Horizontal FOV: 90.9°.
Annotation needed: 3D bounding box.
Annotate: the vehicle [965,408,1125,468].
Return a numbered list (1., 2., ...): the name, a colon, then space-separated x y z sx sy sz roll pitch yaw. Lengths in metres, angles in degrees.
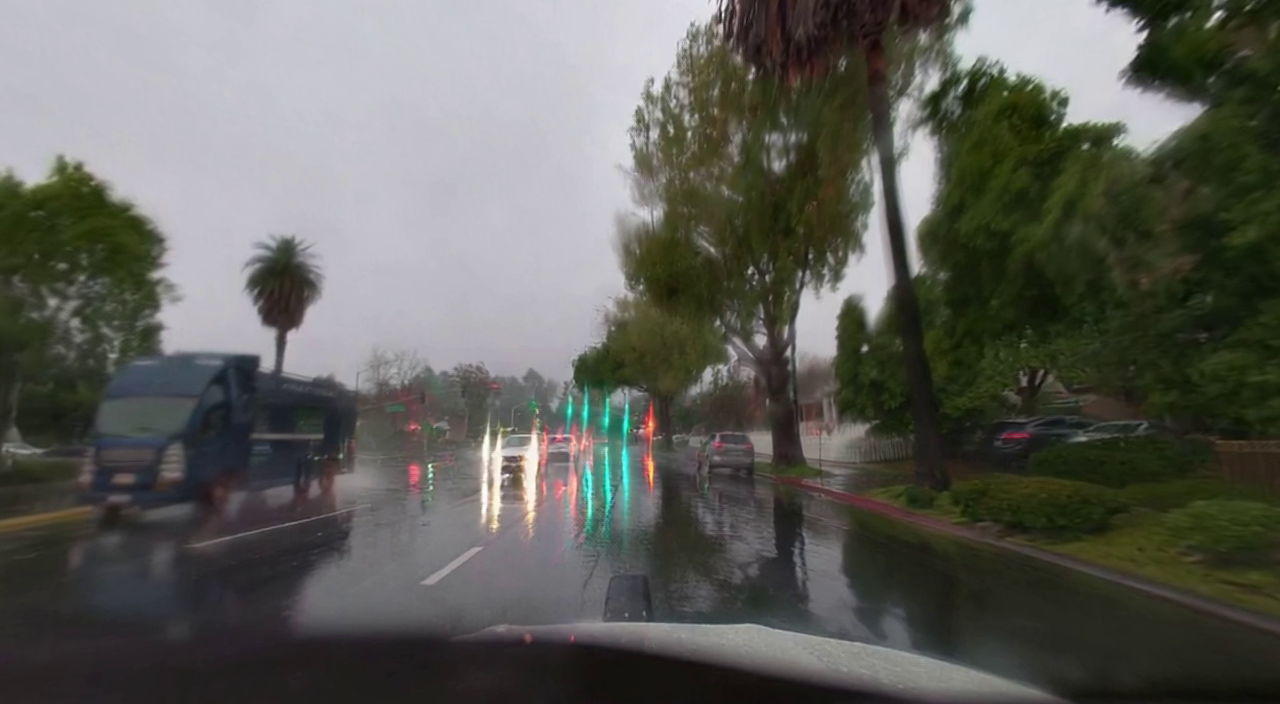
1. vehicle: 14.853 3.134 23.185 4.864 2.000 2.353 2 -8 -20

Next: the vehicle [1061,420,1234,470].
1. vehicle: 16.353 2.970 20.375 4.537 1.484 1.922 2 -8 -15

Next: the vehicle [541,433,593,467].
1. vehicle: -3.825 5.220 33.845 2.181 1.636 4.504 -1 -8 0

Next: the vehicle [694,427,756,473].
1. vehicle: 3.461 4.054 26.367 1.801 1.746 4.325 0 -8 -2

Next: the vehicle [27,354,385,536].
1. vehicle: -7.012 1.651 11.501 2.155 2.399 6.101 -1 -8 0

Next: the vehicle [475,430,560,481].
1. vehicle: -4.092 3.526 21.840 2.051 1.572 4.207 -1 -8 1
